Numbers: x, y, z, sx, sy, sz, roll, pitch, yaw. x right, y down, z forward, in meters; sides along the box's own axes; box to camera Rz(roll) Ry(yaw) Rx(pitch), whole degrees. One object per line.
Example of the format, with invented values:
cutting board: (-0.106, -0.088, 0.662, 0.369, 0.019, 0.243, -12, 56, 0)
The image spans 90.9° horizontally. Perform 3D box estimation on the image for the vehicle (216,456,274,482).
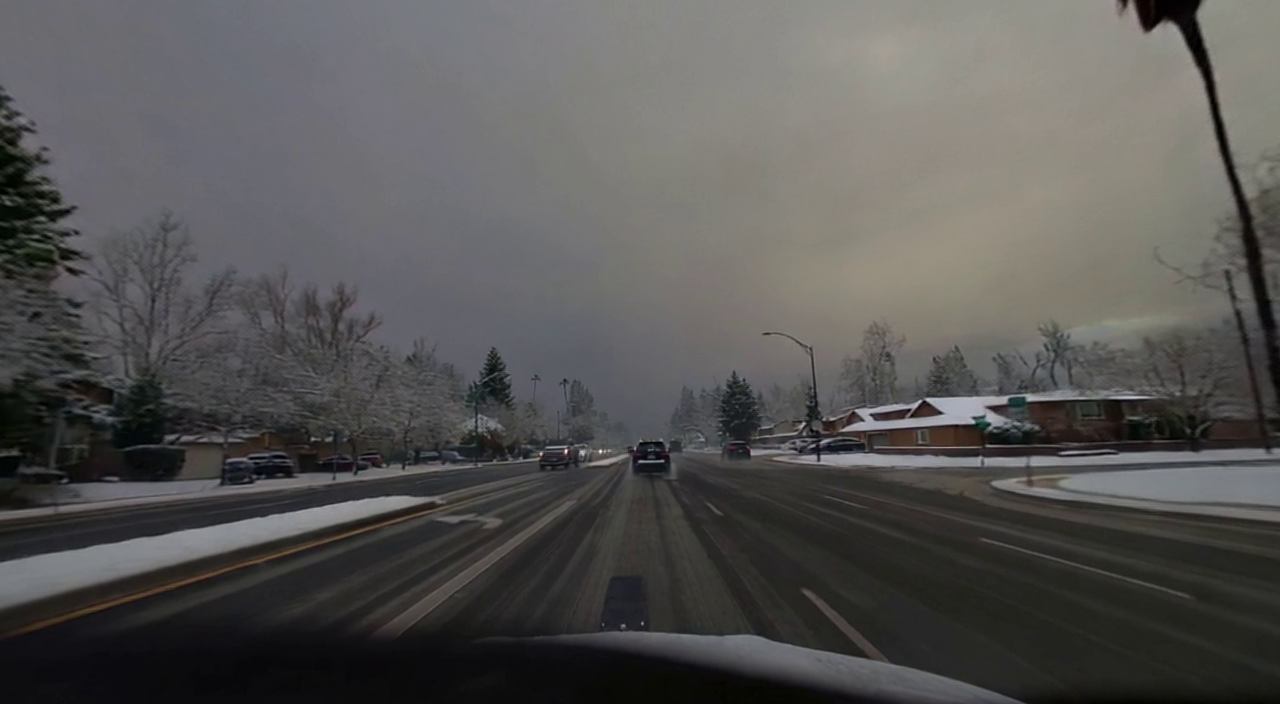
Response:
vehicle: (-25.555, 7.496, 40.738, 4.694, 1.484, 1.893, -8, -11, 42)

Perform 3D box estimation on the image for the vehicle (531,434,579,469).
vehicle: (-5.048, 5.989, 37.975, 2.193, 1.967, 4.600, 0, -8, 1)

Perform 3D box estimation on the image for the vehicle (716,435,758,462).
vehicle: (7.526, 7.584, 49.712, 2.436, 2.010, 5.595, 0, -8, 0)

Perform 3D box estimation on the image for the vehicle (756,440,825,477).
vehicle: (6.465, 4.587, 27.518, 1.897, 1.477, 4.360, 0, -8, 0)

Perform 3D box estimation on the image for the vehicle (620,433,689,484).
vehicle: (0.437, 3.851, 23.147, 2.289, 1.679, 4.180, 0, -8, -1)
